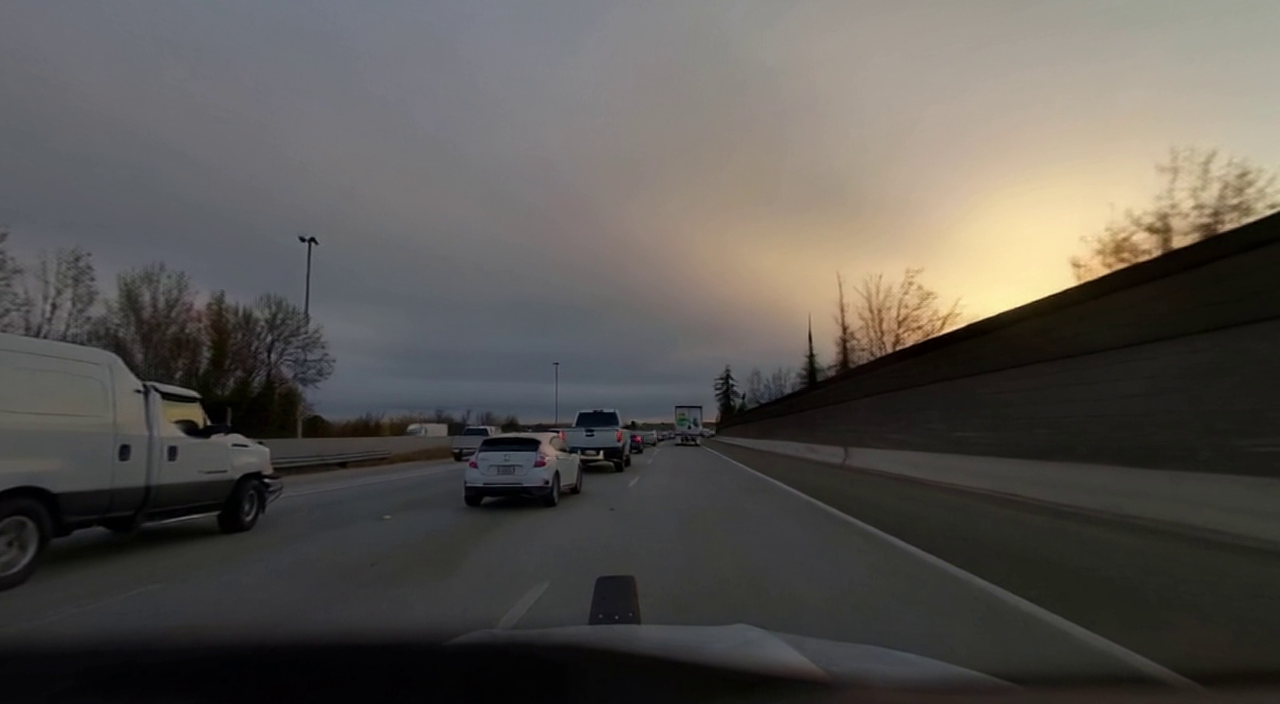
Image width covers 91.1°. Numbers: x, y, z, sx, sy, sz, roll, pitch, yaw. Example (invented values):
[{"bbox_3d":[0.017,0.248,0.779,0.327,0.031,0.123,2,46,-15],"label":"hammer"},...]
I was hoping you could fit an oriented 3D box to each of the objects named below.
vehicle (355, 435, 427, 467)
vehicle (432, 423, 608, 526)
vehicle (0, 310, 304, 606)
[{"bbox_3d":[-13.204,5.264,33.631,1.891,1.586,4.248,-1,-8,3],"label":"vehicle"},{"bbox_3d":[-1.880,2.073,11.348,2.089,1.485,4.153,-1,-8,4],"label":"vehicle"},{"bbox_3d":[-6.462,1.073,6.643,2.386,2.435,5.831,0,-8,2],"label":"vehicle"}]
